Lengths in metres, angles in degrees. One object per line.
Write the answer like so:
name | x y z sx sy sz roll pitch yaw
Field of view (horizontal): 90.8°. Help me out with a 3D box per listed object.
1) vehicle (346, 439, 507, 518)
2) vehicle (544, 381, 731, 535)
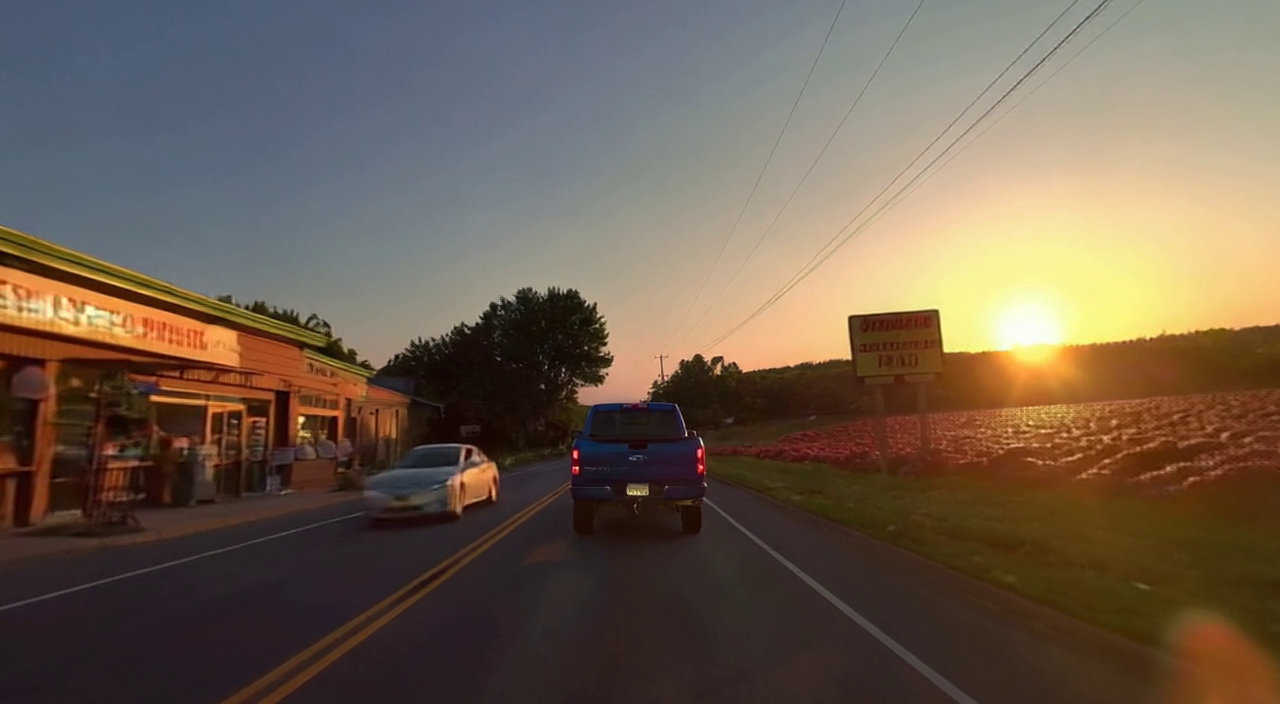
vehicle | -4.520 2.730 14.231 2.121 1.473 4.390 0 -8 -1
vehicle | -0.116 1.970 12.182 2.693 2.223 5.885 0 -8 -2
